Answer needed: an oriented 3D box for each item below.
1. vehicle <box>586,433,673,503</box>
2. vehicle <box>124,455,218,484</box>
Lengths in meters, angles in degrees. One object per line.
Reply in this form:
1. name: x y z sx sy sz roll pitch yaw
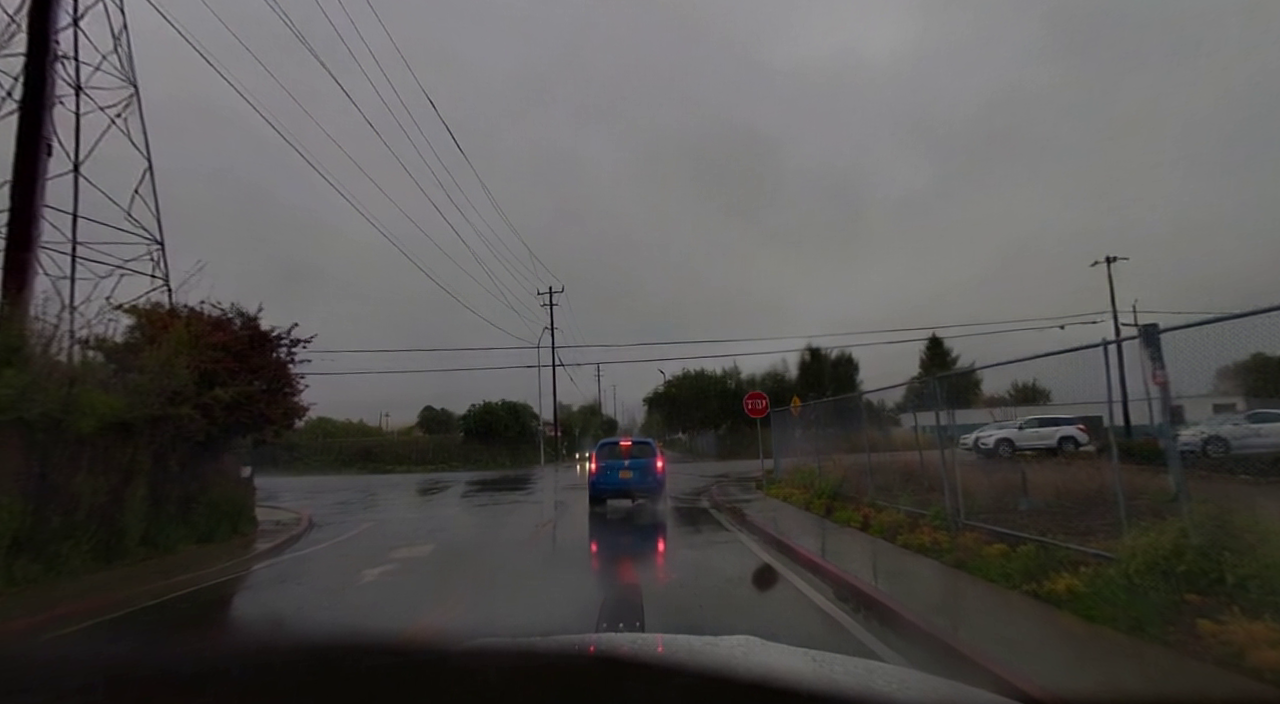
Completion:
1. vehicle: -0.353 3.185 17.743 2.137 1.698 4.166 0 -8 -3
2. vehicle: -30.527 7.634 41.228 4.415 1.753 2.029 0 -8 0
